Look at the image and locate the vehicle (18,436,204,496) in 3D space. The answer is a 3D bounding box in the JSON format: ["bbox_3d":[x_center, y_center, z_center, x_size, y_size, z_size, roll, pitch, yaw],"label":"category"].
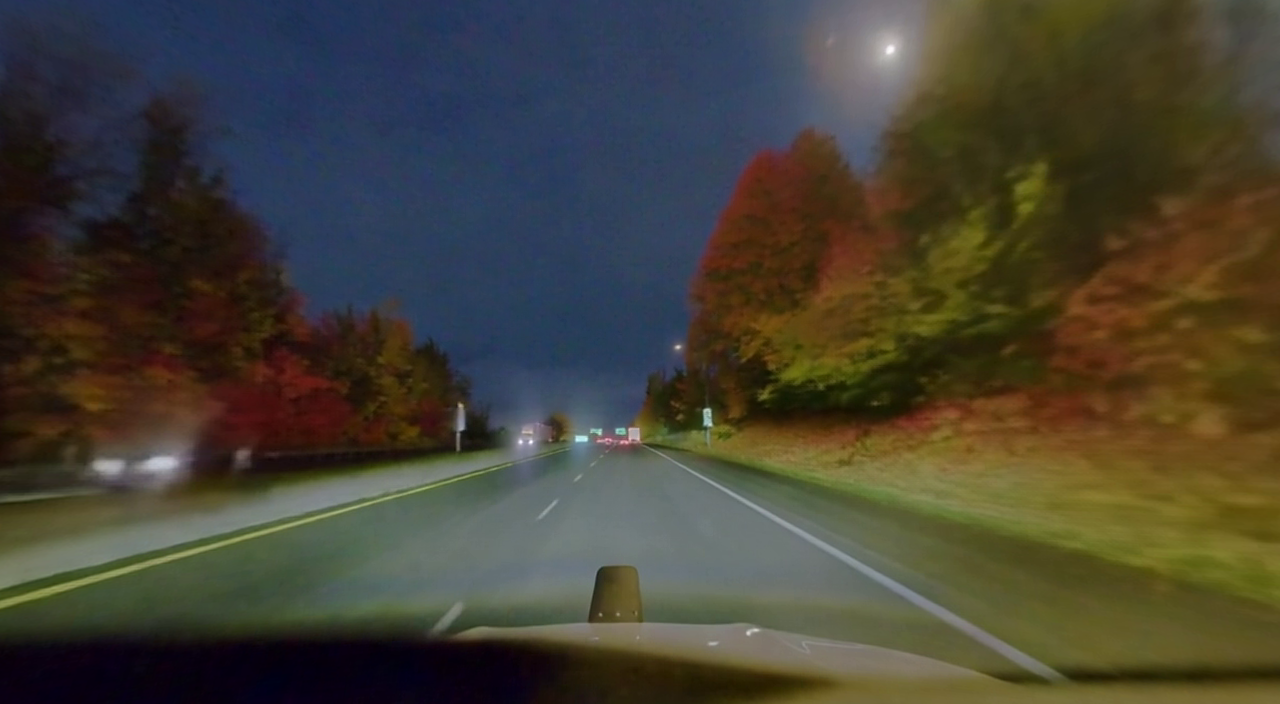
[{"bbox_3d":[-14.931,3.192,18.113,1.836,1.507,4.073,0,-8,-1],"label":"vehicle"}]
